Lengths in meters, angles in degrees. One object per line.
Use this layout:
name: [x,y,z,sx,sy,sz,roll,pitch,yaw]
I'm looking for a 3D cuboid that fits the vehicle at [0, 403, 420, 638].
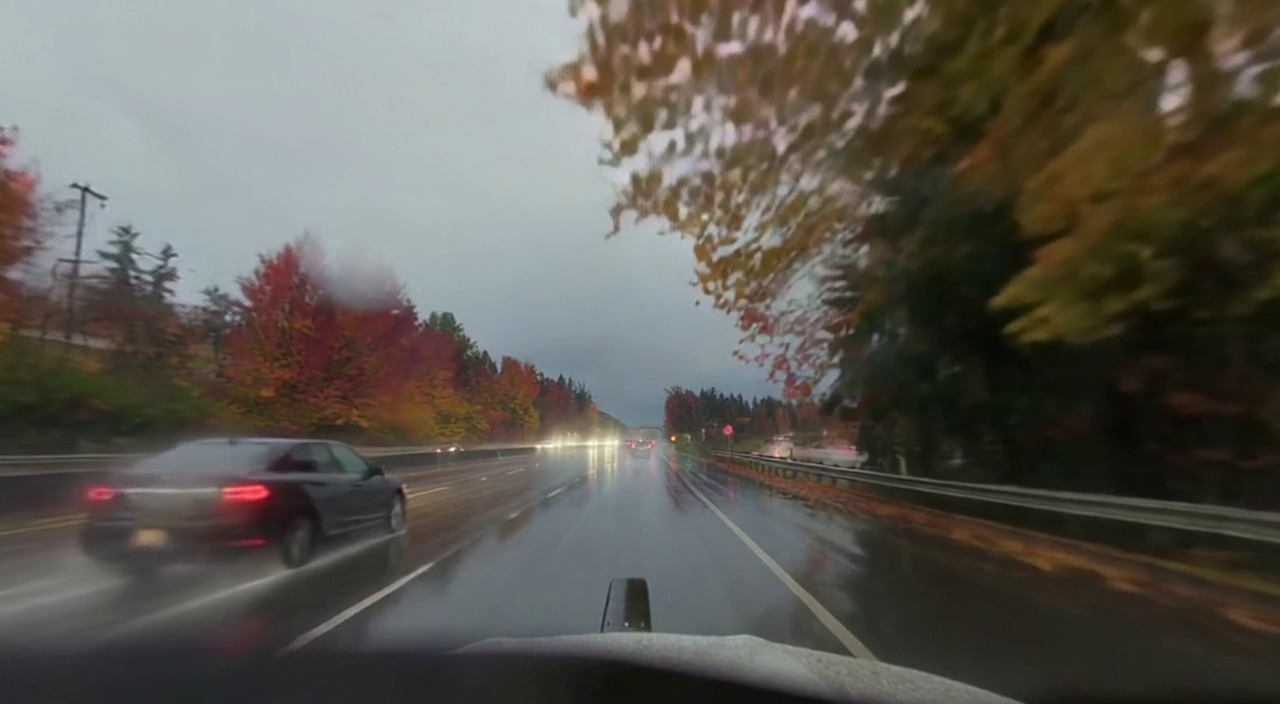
vehicle: [-4.281,1.513,6.755,2.123,1.643,4.479,0,-8,1]
